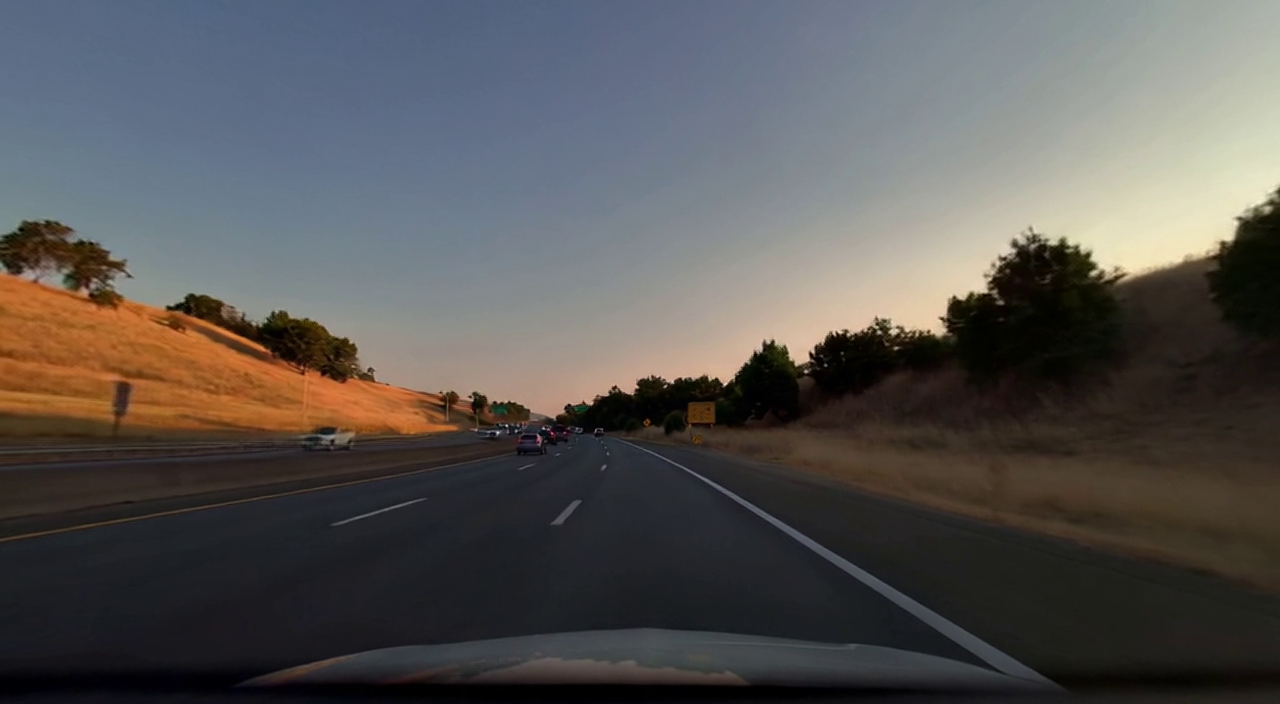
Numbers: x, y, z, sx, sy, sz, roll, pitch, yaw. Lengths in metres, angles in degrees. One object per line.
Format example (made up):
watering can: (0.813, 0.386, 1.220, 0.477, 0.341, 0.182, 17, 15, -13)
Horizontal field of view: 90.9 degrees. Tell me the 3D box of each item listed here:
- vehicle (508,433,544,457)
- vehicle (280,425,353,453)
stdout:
vehicle: (-8.083, 6.587, 44.915, 1.931, 1.608, 3.977, 0, -8, -2)
vehicle: (-22.244, 6.056, 43.724, 2.148, 1.794, 5.793, 0, -8, -2)
